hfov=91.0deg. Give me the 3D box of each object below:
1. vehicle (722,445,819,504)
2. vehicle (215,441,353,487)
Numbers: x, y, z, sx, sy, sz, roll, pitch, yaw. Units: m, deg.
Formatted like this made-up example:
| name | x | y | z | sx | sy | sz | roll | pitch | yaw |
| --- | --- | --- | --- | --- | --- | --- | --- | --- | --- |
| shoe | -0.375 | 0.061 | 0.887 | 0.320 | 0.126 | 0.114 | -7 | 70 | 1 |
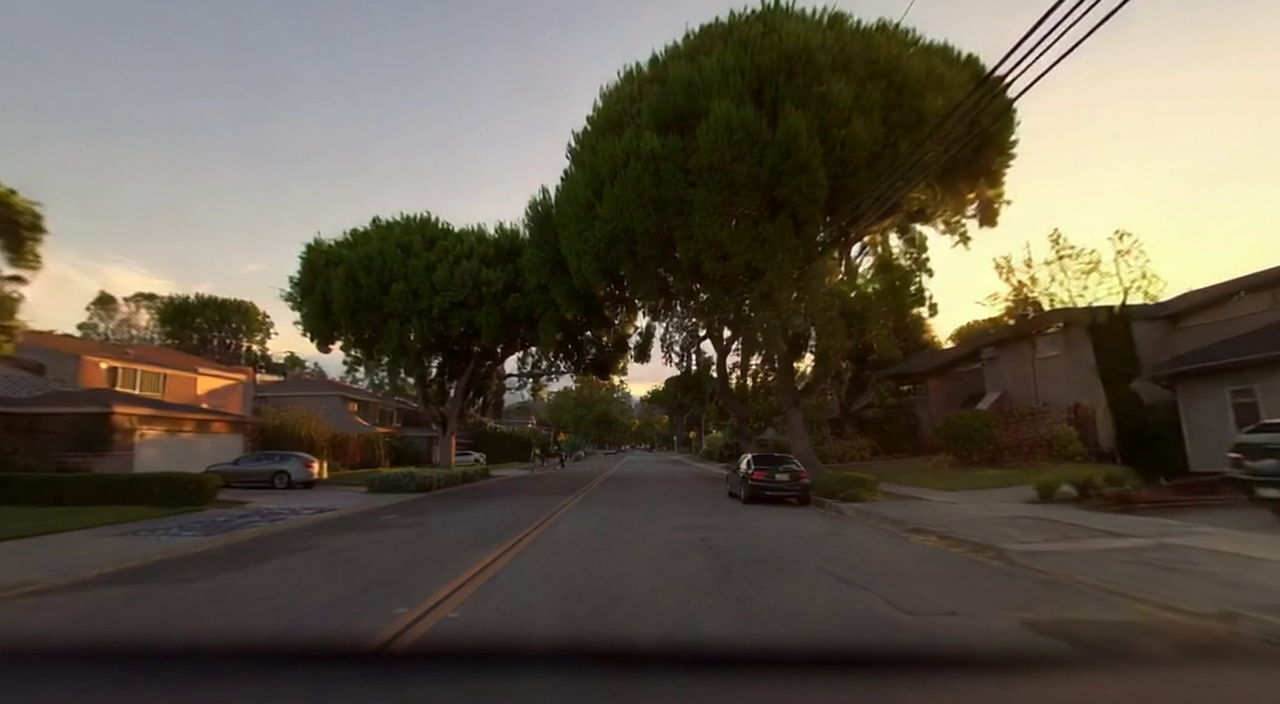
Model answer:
| name | x | y | z | sx | sy | sz | roll | pitch | yaw |
| --- | --- | --- | --- | --- | --- | --- | --- | --- | --- |
| vehicle | 3.794 | 3.639 | 19.260 | 1.897 | 1.521 | 4.835 | 0 | -9 | -1 |
| vehicle | -15.668 | 4.950 | 27.927 | 4.882 | 1.777 | 2.025 | -2 | -9 | -2 |
